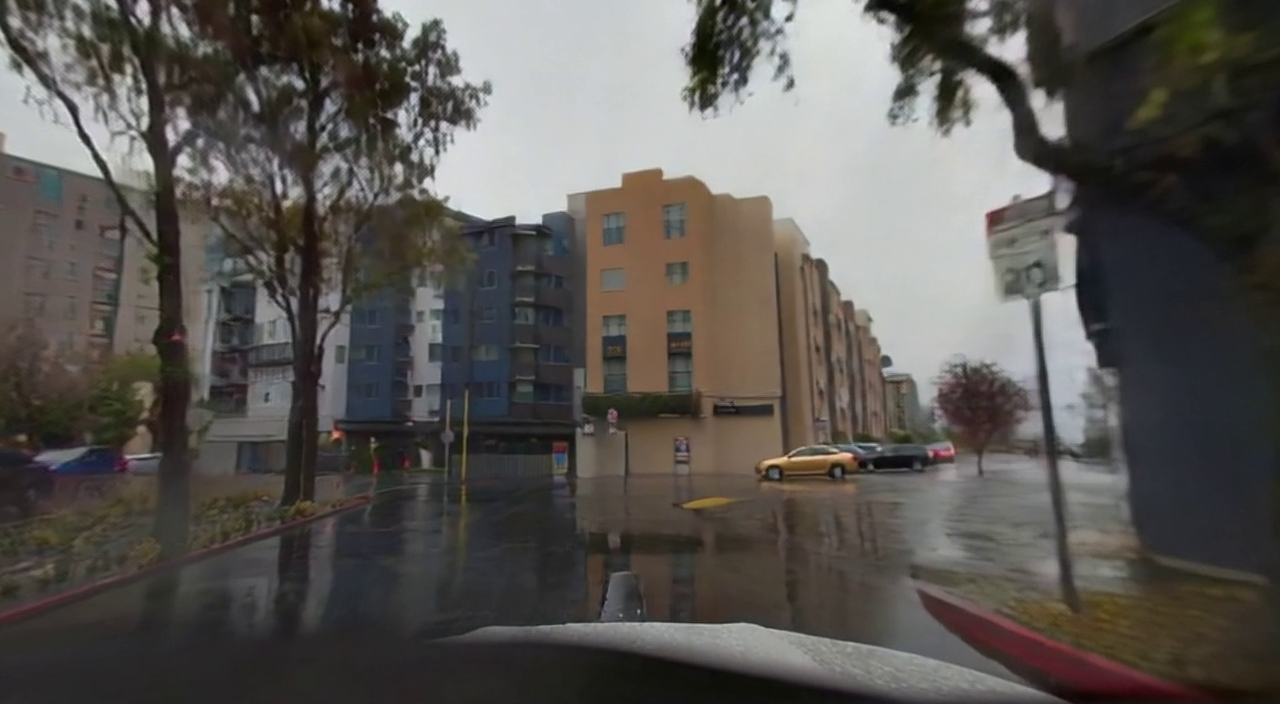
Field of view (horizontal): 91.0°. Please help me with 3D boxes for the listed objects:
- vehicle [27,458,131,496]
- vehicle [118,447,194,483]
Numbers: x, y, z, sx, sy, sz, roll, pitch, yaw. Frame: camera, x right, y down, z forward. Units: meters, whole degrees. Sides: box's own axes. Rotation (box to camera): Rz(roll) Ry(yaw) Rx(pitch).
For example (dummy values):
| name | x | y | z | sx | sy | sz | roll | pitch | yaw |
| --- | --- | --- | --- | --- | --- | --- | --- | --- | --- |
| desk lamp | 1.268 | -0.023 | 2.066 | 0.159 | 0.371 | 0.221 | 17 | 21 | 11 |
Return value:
| name | x | y | z | sx | sy | sz | roll | pitch | yaw |
| --- | --- | --- | --- | --- | --- | --- | --- | --- | --- |
| vehicle | -25.883 | 5.792 | 29.221 | 1.675 | 1.587 | 3.980 | 0 | -11 | -11 |
| vehicle | -29.667 | 6.912 | 38.745 | 1.870 | 1.563 | 4.039 | 13 | -8 | -11 |
